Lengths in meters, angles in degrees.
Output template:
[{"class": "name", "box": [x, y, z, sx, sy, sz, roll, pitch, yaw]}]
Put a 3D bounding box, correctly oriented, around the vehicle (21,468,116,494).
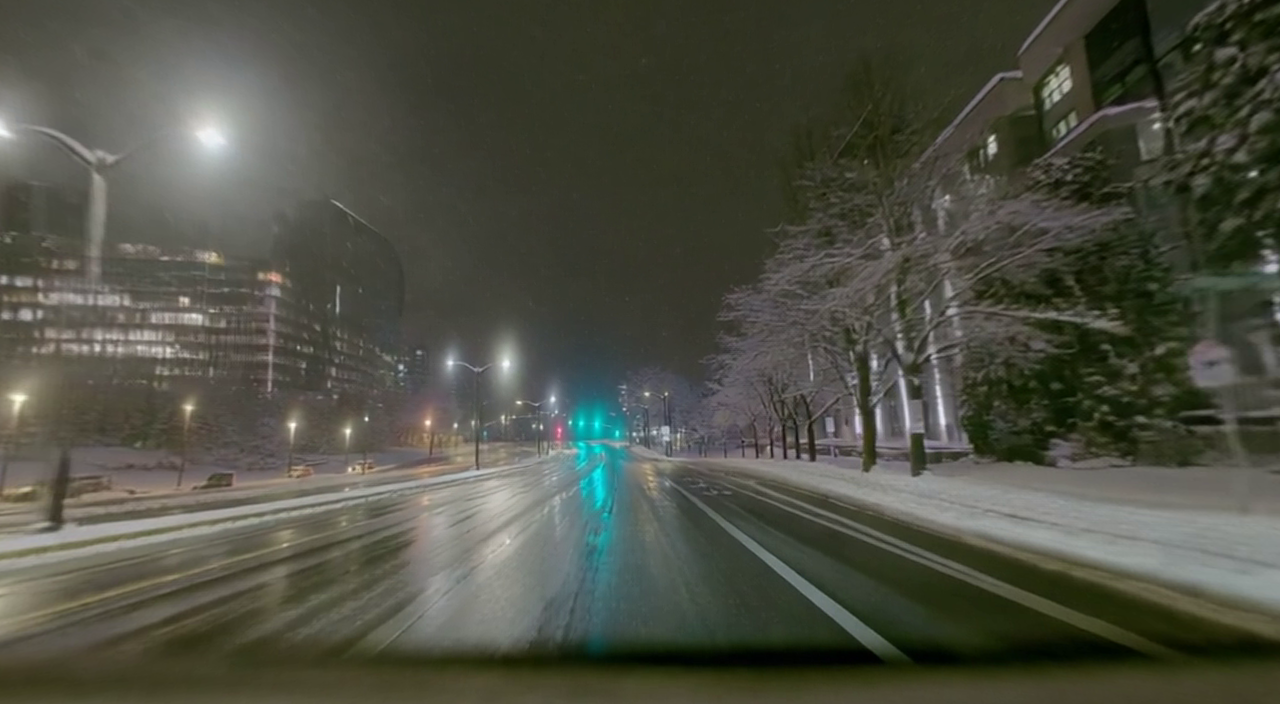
[{"class": "vehicle", "box": [-40.435, 9.122, 44.798, 4.561, 1.664, 2.146, 0, -9, -2]}]
